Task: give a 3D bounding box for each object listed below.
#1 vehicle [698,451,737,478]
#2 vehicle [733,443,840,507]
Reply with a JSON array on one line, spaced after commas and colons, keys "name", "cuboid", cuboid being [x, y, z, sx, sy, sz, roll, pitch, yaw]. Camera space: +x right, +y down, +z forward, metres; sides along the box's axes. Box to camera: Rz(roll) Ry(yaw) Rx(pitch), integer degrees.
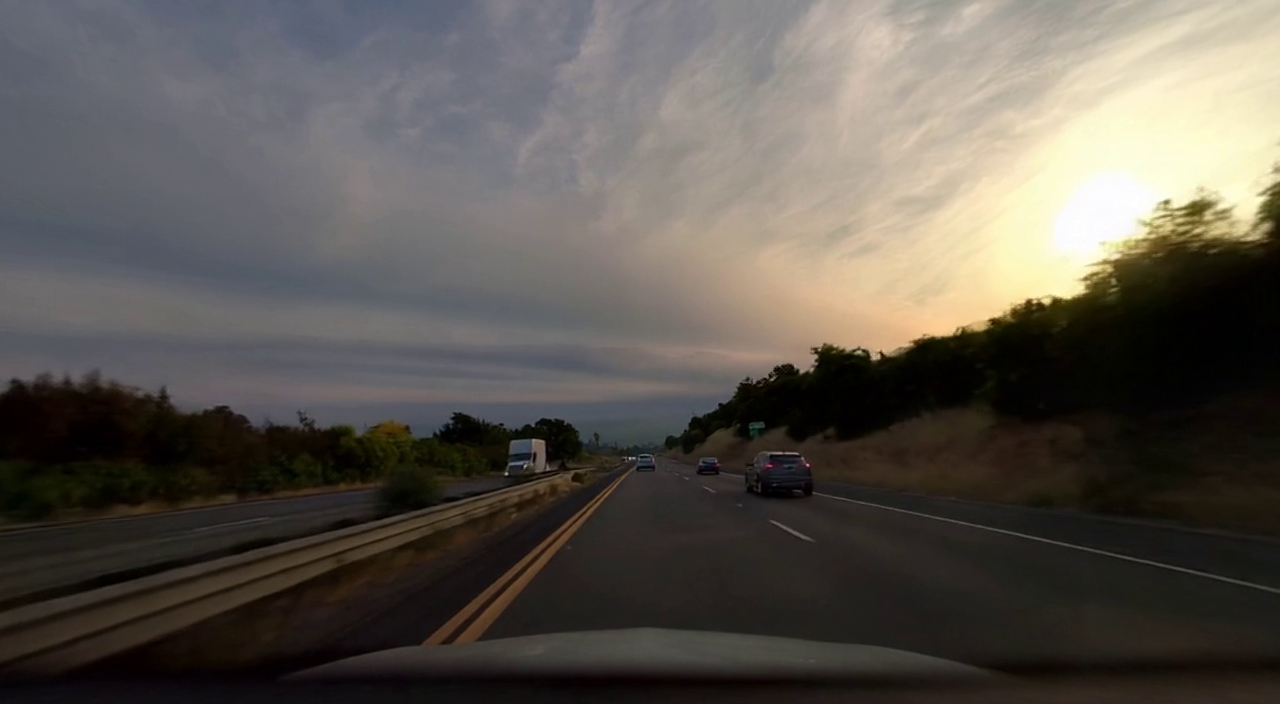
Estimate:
[{"name": "vehicle", "cuboid": [5.144, 7.473, 42.153, 1.994, 1.671, 3.949, 0, -9, -1]}, {"name": "vehicle", "cuboid": [4.206, 3.608, 18.957, 2.122, 1.662, 4.392, 0, -9, 0]}]
